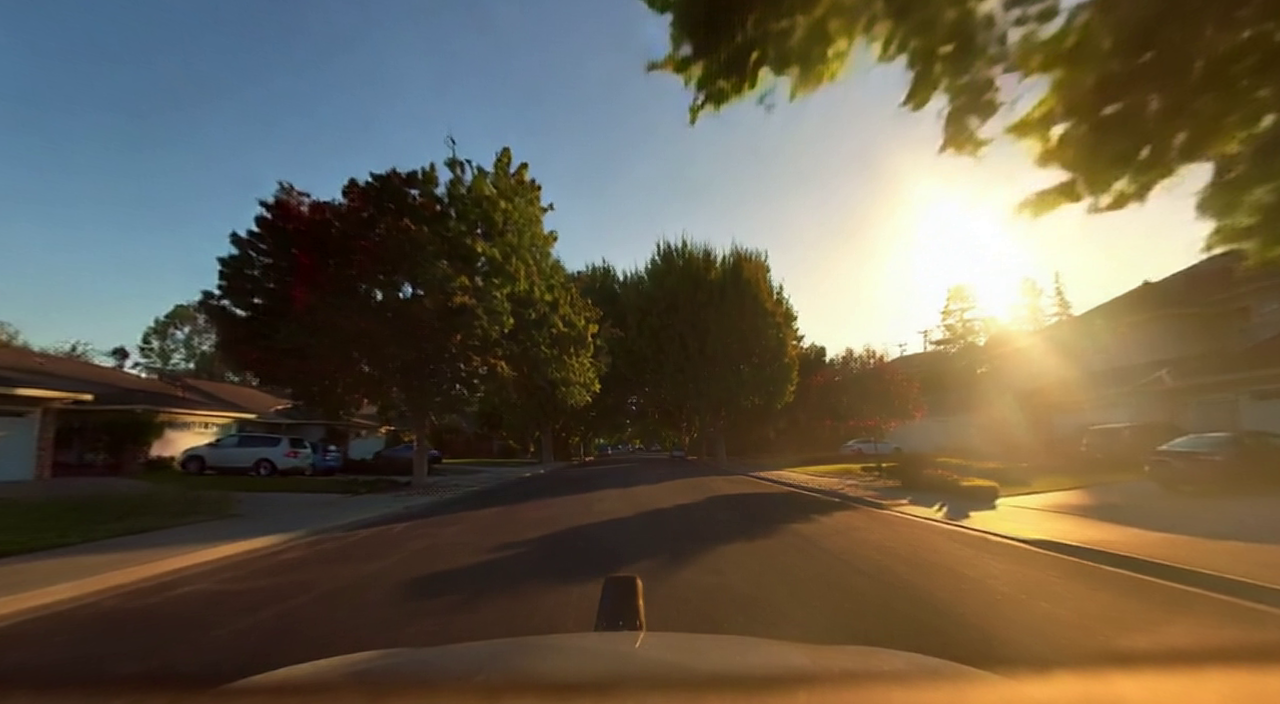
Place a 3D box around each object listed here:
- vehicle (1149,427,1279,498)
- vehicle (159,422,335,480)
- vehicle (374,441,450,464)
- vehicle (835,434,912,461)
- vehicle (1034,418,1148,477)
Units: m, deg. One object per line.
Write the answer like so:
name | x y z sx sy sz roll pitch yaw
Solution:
vehicle | 15.064 2.527 14.558 4.606 1.545 1.967 -2 -9 12
vehicle | -15.306 3.868 24.852 2.575 2.031 5.155 -6 -10 34
vehicle | -15.301 6.753 42.367 4.351 1.474 2.015 0 -9 -1
vehicle | 15.753 6.414 42.432 4.468 1.728 2.135 3 -8 -20
vehicle | 16.276 3.504 23.057 2.288 1.880 4.939 -4 -9 23
